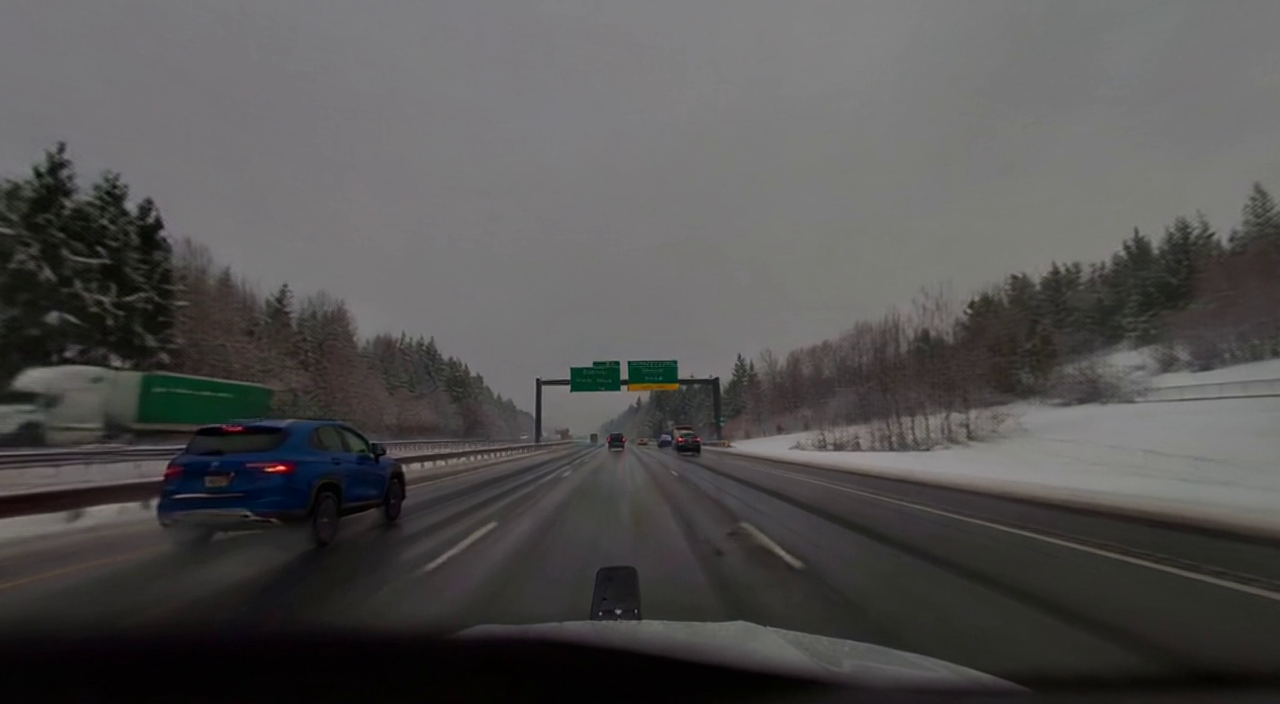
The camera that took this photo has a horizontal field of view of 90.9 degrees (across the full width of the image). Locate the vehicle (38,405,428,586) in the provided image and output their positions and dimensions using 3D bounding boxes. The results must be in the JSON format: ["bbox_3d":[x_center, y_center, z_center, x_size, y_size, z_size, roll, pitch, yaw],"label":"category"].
[{"bbox_3d":[-4.319,1.540,7.709,2.100,1.590,4.077,0,-7,-1],"label":"vehicle"}]

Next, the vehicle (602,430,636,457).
[{"bbox_3d":[-1.430,6.139,42.401,2.159,1.690,3.720,0,-7,-3],"label":"vehicle"}]

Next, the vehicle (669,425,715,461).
[{"bbox_3d":[2.807,4.971,34.599,1.976,1.905,3.263,0,-7,-5],"label":"vehicle"}]
